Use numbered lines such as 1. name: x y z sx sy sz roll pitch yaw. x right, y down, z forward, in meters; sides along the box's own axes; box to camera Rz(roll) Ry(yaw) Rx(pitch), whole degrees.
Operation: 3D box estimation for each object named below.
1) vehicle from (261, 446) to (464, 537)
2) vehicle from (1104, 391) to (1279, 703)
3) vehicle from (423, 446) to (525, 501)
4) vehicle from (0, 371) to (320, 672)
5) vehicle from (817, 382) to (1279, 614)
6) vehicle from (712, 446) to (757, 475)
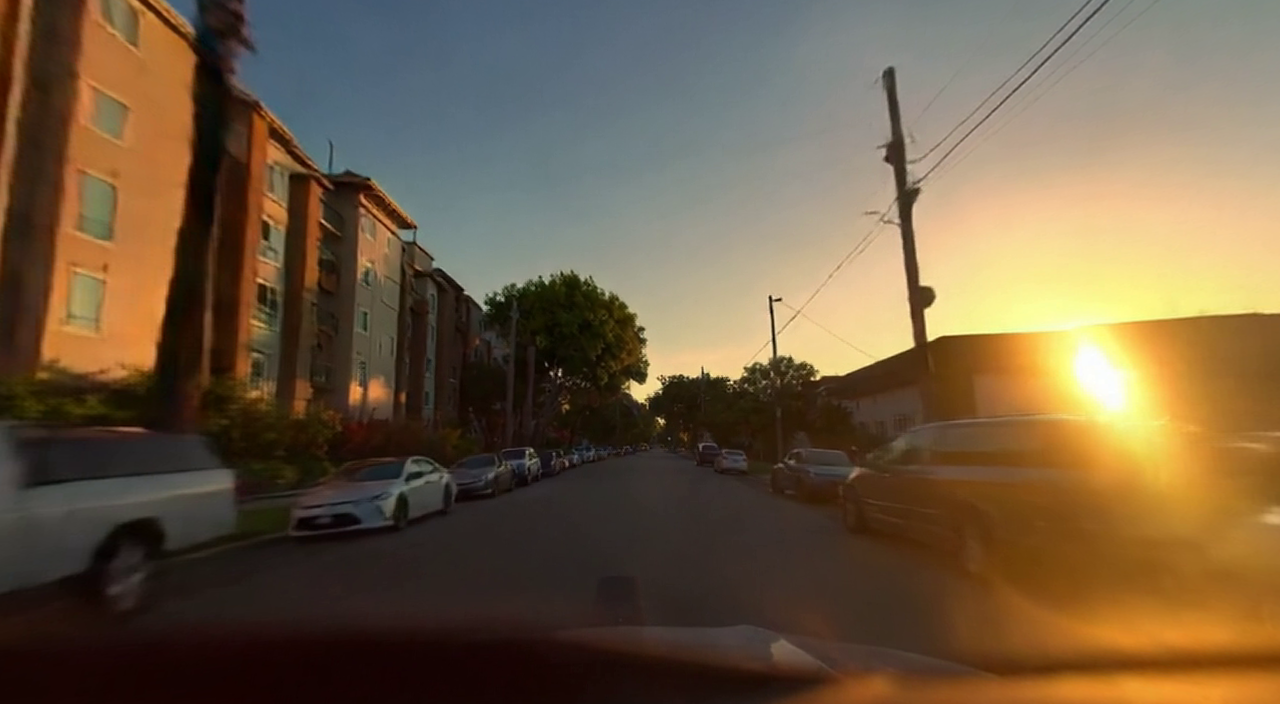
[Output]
1. vehicle: -5.361 2.711 13.040 2.031 1.505 4.540 0 -9 1
2. vehicle: 4.648 0.919 2.338 2.220 1.738 4.800 0 -8 1
3. vehicle: -5.081 3.769 20.055 1.997 1.497 4.437 0 -9 0
4. vehicle: -5.324 1.237 4.941 2.227 1.967 6.220 0 -9 2
5. vehicle: 4.511 1.712 8.587 2.570 2.005 6.020 0 -8 1
6. vehicle: 5.205 6.037 35.494 1.991 1.525 5.203 0 -9 3
